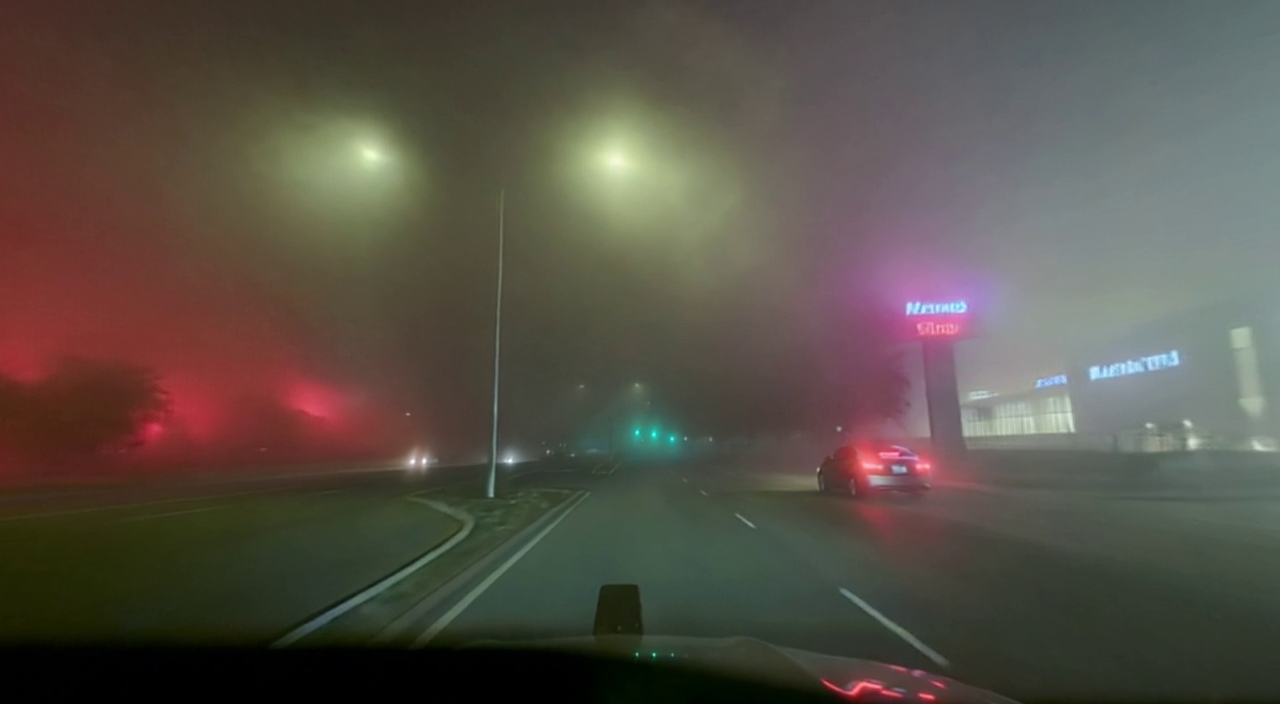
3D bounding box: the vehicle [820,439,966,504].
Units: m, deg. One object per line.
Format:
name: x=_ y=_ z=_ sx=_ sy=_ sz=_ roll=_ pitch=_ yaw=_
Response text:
vehicle: x=6.629 y=3.158 z=17.226 sx=1.913 sy=1.504 sz=4.738 roll=0 pitch=-9 yaw=-1
